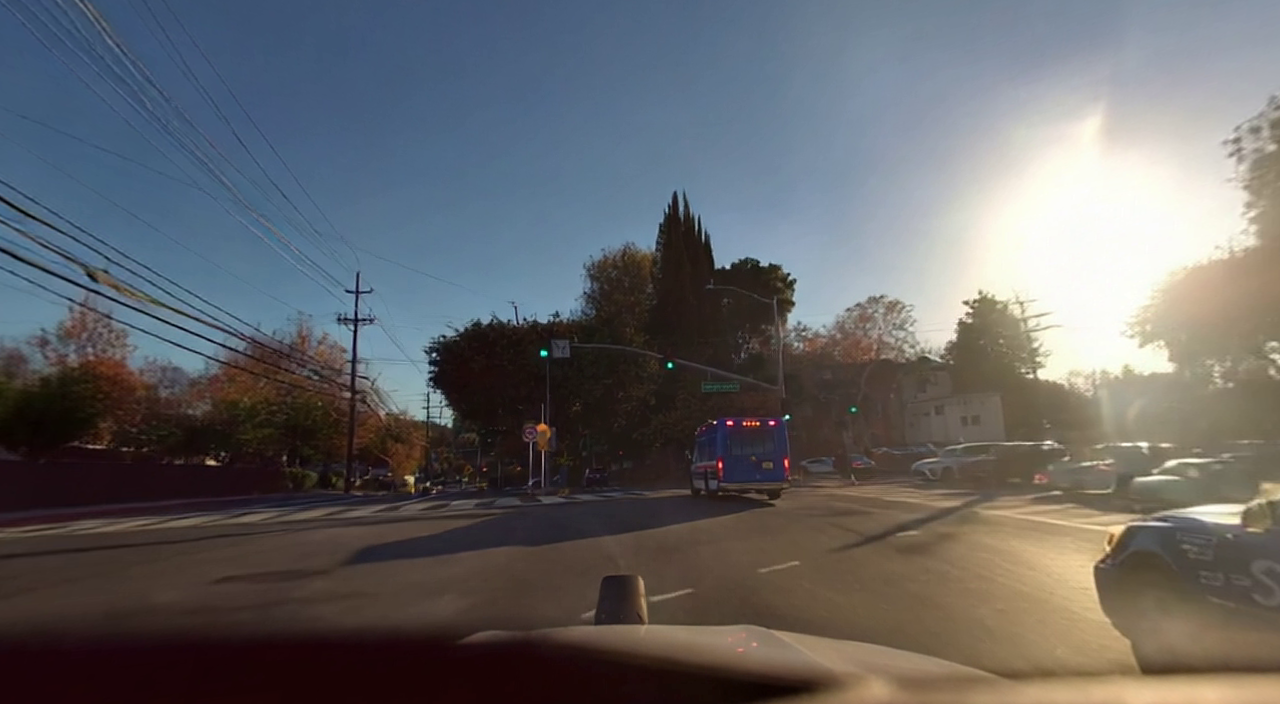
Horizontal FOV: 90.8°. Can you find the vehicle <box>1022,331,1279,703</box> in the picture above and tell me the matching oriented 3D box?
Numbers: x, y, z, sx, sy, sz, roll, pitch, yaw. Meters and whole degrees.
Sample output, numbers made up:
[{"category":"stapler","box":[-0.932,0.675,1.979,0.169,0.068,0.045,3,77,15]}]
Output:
[{"category":"vehicle","box":[4.180,0.808,2.639,2.194,1.922,4.822,0,-8,1]}]

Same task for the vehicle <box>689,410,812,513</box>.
[{"category":"vehicle","box":[3.121,3.273,19.428,2.406,2.687,5.521,0,-8,-4]}]

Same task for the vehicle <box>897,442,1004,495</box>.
[{"category":"vehicle","box":[12.456,4.530,25.170,4.994,1.869,2.106,8,-12,-43]}]

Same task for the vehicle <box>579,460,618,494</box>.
[{"category":"vehicle","box":[-2.453,7.163,36.512,2.114,1.707,3.725,1,-8,-5]}]

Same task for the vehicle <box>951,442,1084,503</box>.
[{"category":"vehicle","box":[12.011,3.699,19.960,4.897,1.675,2.032,7,-11,-40]}]
